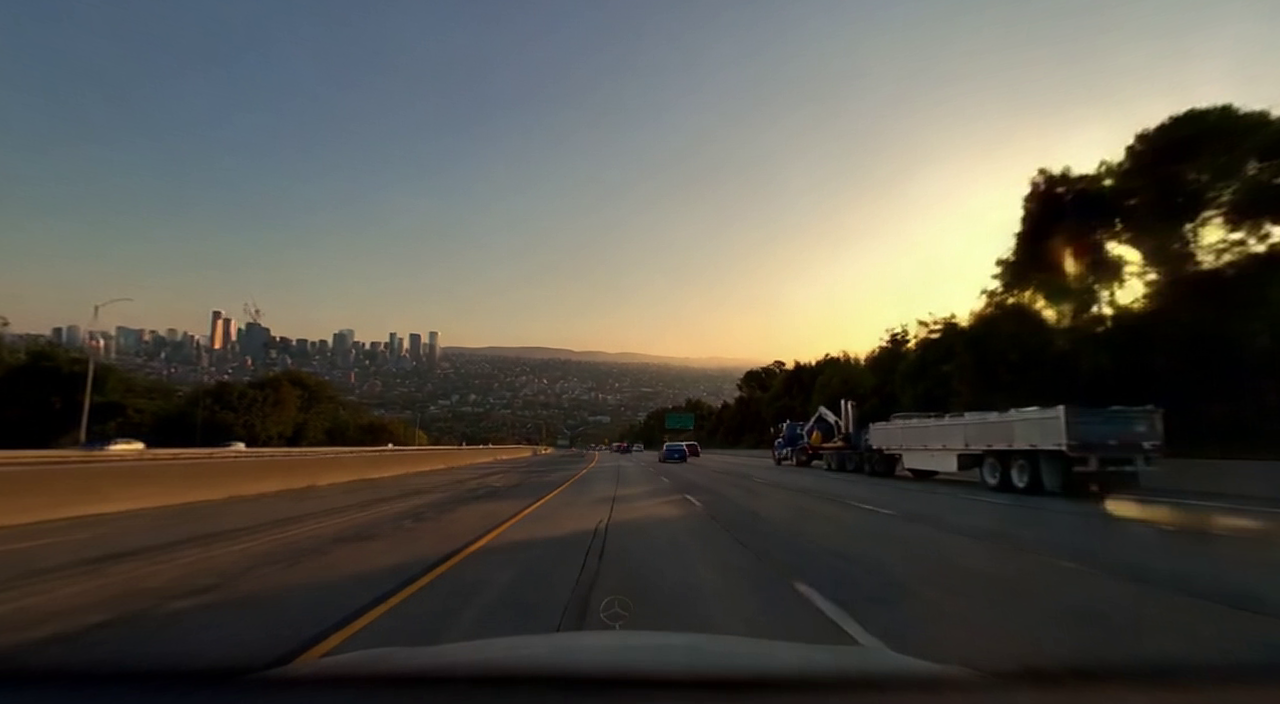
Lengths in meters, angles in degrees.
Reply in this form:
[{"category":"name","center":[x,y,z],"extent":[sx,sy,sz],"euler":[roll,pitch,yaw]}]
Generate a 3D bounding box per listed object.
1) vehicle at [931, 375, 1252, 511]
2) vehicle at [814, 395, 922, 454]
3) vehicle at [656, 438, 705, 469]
[{"category":"vehicle","center":[10.504,2.286,15.971],"extent":[2.873,2.663,6.922],"euler":[0,-8,-1]},{"category":"vehicle","center":[13.261,4.383,37.458],"extent":[3.476,3.195,6.407],"euler":[1,-8,-5]},{"category":"vehicle","center":[2.300,5.922,37.108],"extent":[2.305,1.729,4.526],"euler":[1,-8,-3]}]
